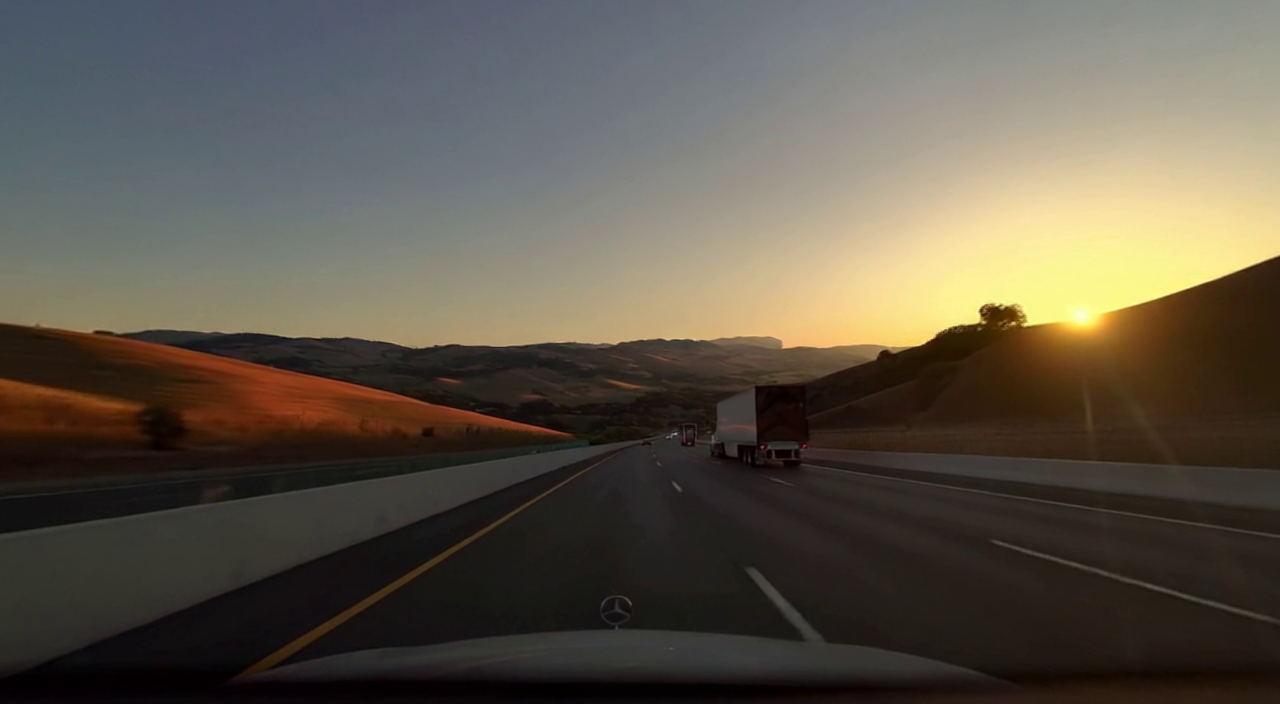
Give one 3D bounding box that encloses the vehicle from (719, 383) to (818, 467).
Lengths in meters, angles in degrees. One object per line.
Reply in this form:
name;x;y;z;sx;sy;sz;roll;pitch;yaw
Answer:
vehicle;7.168;4.540;37.806;2.885;4.075;13.981;0;-8;0
